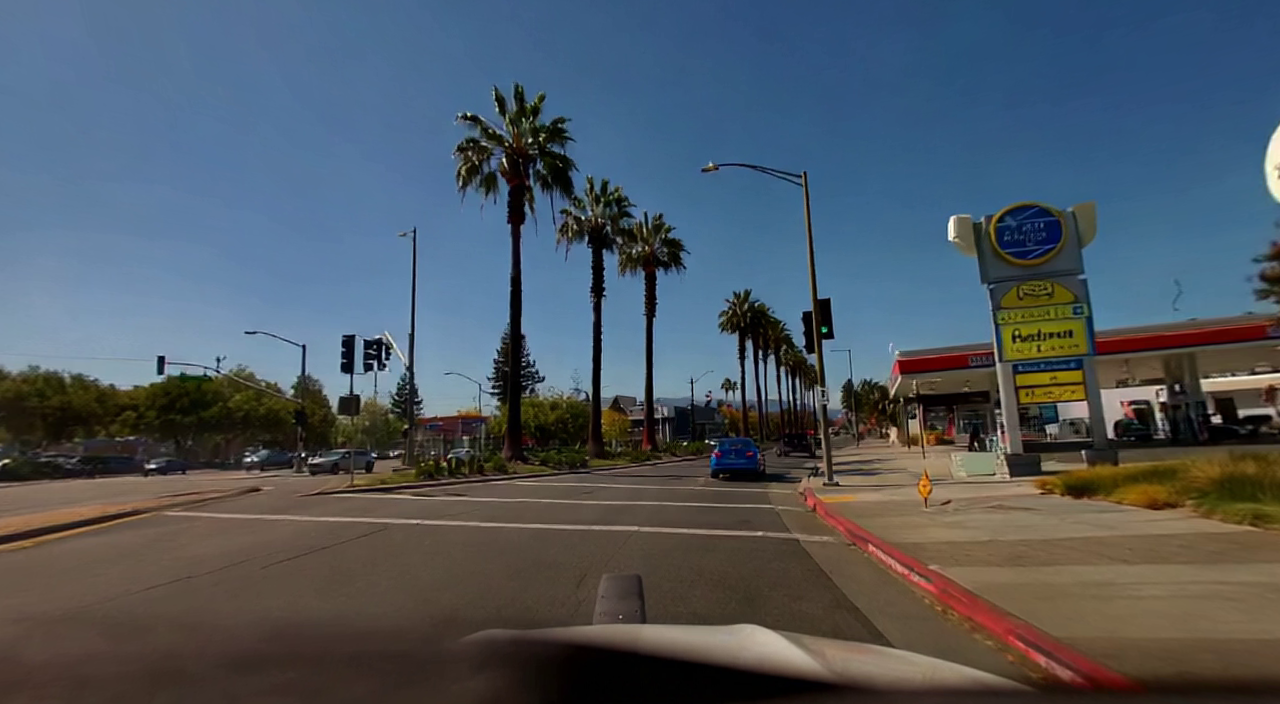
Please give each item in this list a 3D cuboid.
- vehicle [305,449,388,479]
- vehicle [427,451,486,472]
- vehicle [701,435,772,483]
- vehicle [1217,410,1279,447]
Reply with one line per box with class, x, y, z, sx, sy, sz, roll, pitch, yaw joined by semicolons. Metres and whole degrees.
vehicle;-17.348;6.616;37.427;1.884;1.651;4.330;-3;-9;20
vehicle;-13.753;8.217;47.495;1.825;1.441;4.656;-3;-9;20
vehicle;3.564;3.794;22.633;2.050;1.509;4.148;-2;-9;15
vehicle;35.911;4.192;35.383;4.464;1.655;2.011;-10;-15;22
